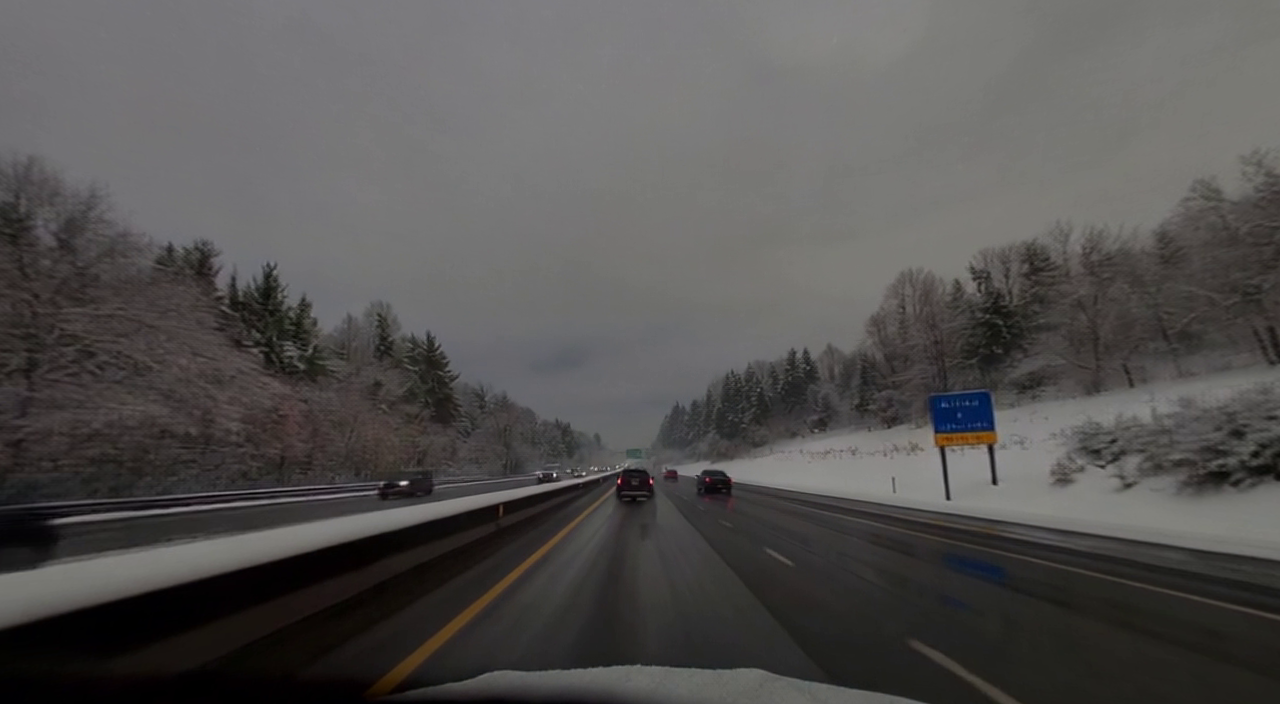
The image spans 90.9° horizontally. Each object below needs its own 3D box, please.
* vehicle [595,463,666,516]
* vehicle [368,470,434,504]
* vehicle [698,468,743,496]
[{"bbox_3d":[-0.287,4.342,20.178,2.060,1.473,3.726,1,-10,-1],"label":"vehicle"},{"bbox_3d":[-12.322,6.950,32.760,1.856,1.595,3.945,1,-10,0],"label":"vehicle"},{"bbox_3d":[4.516,7.373,35.952,1.974,1.476,4.119,1,-10,-1],"label":"vehicle"}]
